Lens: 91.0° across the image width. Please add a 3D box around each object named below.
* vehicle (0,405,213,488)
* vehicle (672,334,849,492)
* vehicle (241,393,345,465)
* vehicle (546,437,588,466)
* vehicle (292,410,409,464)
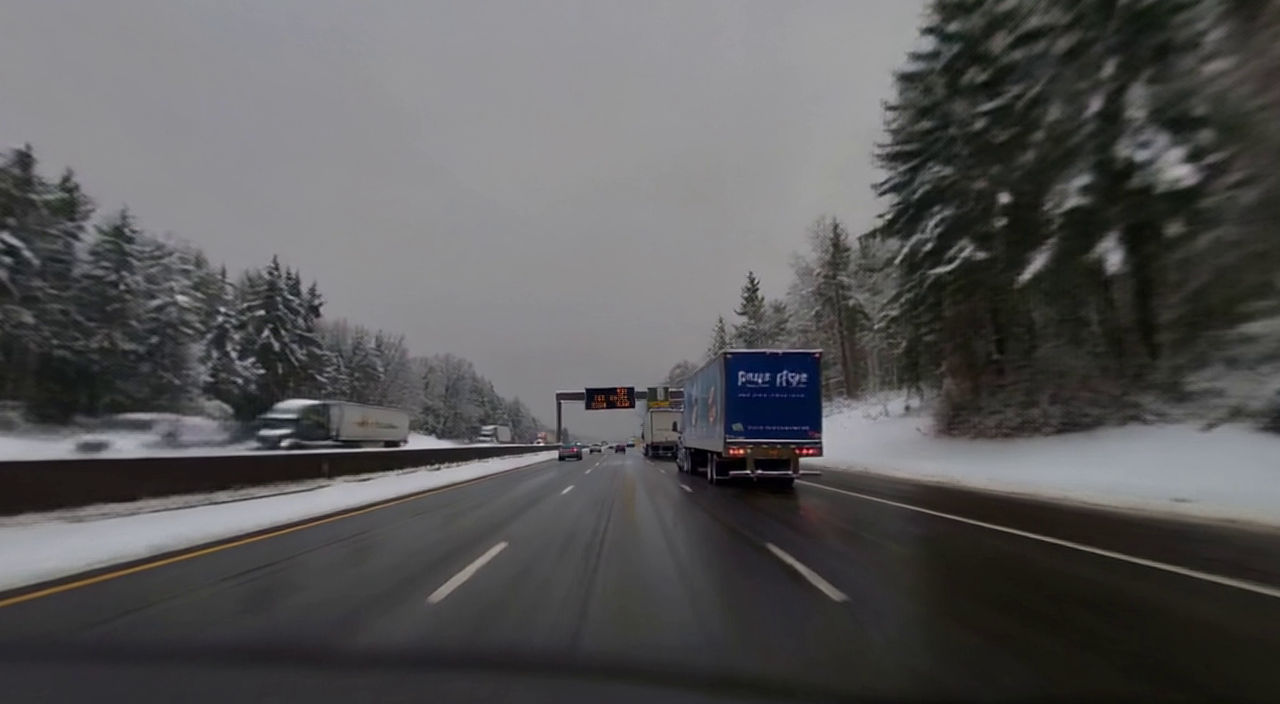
[{"bbox_3d":[-13.147,2.267,15.206,2.080,1.652,5.232,0,-8,-2],"label":"vehicle"},{"bbox_3d":[3.380,2.471,22.794,3.116,3.992,13.748,0,-8,-2],"label":"vehicle"},{"bbox_3d":[-20.978,4.746,38.538,3.161,3.935,6.116,-1,-8,-4],"label":"vehicle"},{"bbox_3d":[-4.490,6.148,39.138,2.206,1.644,4.027,0,-8,-1],"label":"vehicle"},{"bbox_3d":[-21.136,6.438,47.437,2.782,3.431,14.254,0,-8,-3],"label":"vehicle"}]
